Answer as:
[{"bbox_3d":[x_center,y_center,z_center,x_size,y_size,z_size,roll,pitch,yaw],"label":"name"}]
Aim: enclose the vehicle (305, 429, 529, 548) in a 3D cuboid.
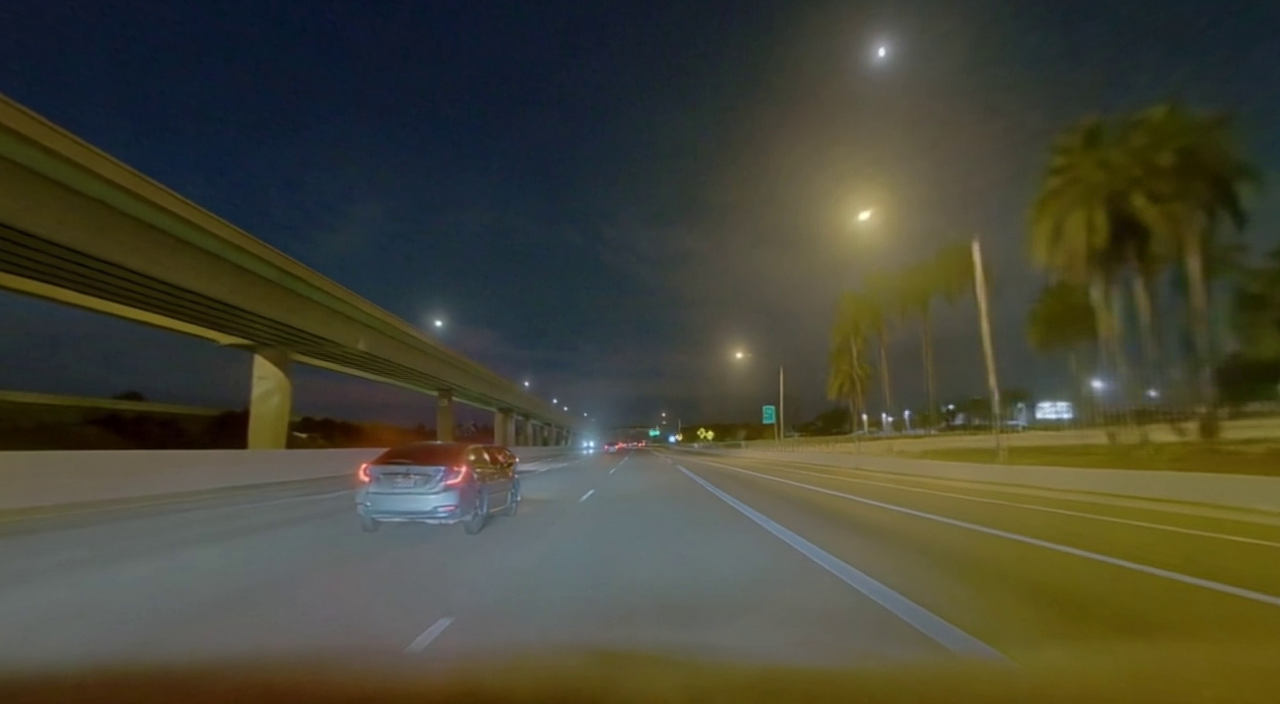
[{"bbox_3d":[-3.255,2.093,10.446,1.978,1.499,4.695,0,-9,0],"label":"vehicle"}]
